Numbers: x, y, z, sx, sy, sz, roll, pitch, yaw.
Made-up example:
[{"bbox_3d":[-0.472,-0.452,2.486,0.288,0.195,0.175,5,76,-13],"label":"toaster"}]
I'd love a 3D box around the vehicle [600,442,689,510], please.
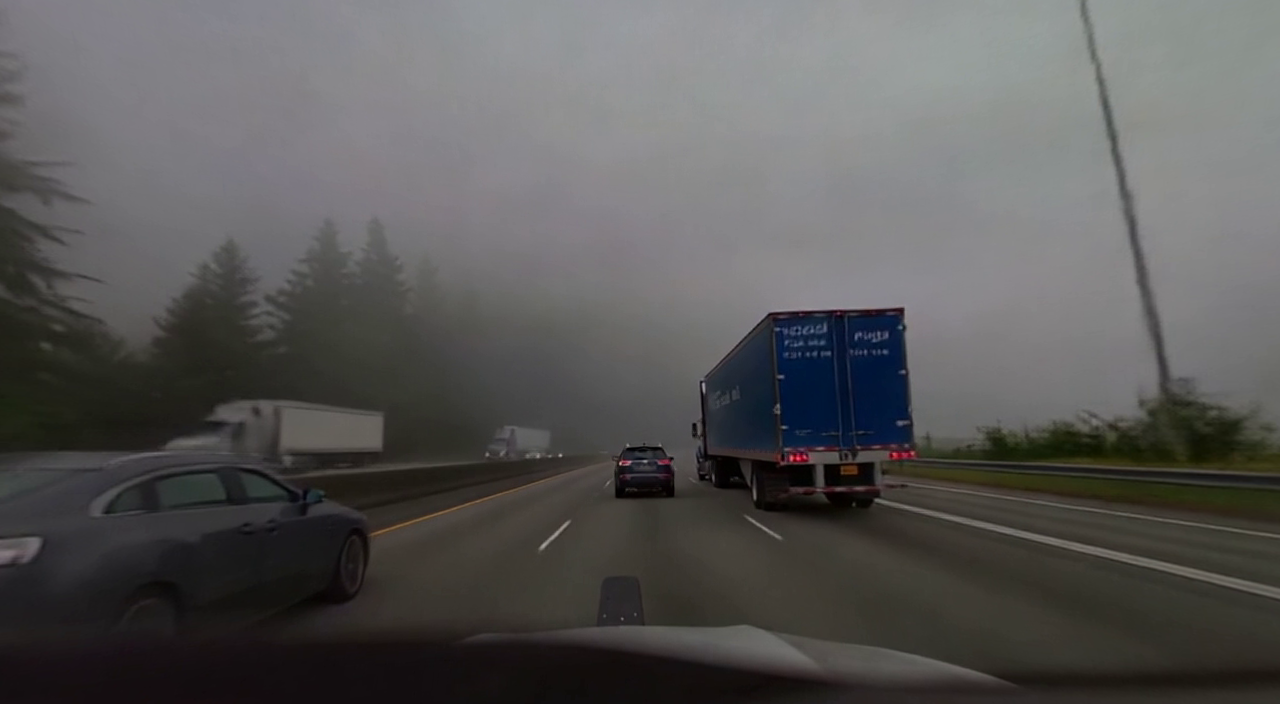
[{"bbox_3d":[0.085,3.221,16.825,2.039,1.532,4.610,0,-9,-1],"label":"vehicle"}]

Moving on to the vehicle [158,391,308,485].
[{"bbox_3d":[-19.106,4.170,30.166,2.985,3.989,5.913,0,-9,1],"label":"vehicle"}]

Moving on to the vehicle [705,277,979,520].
[{"bbox_3d":[3.970,1.804,17.245,2.960,4.018,13.834,0,-9,0],"label":"vehicle"}]
